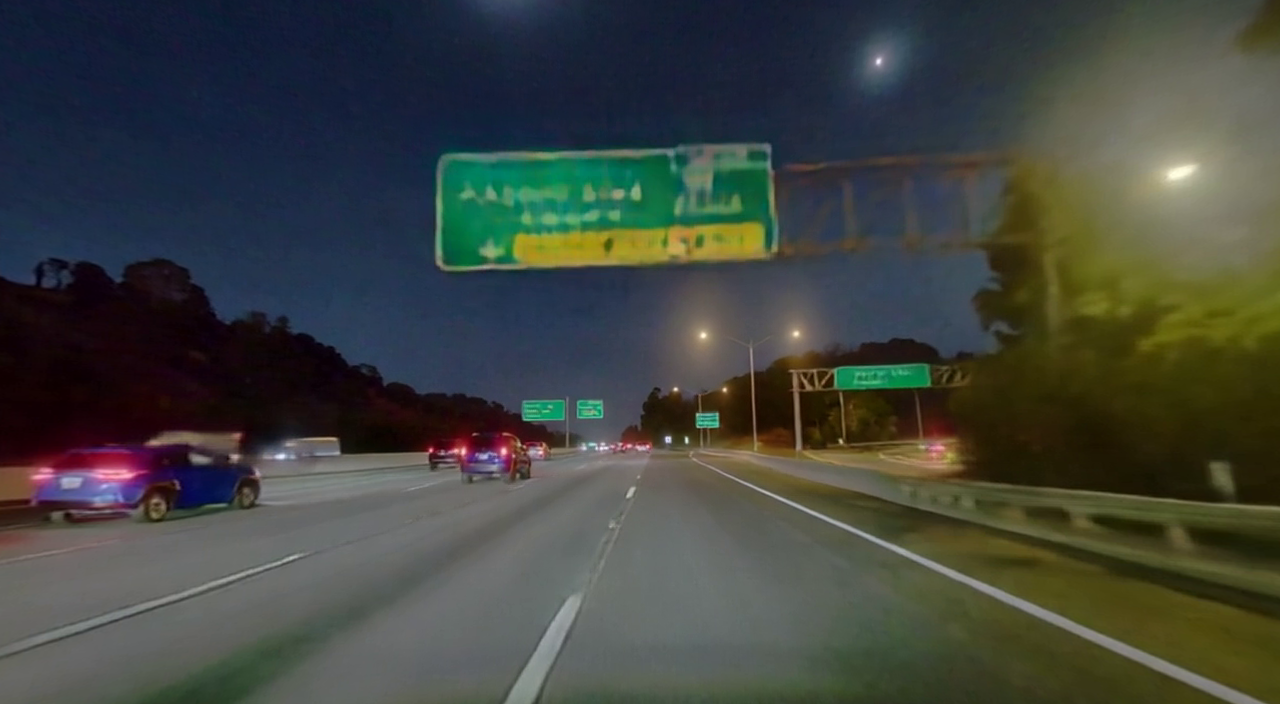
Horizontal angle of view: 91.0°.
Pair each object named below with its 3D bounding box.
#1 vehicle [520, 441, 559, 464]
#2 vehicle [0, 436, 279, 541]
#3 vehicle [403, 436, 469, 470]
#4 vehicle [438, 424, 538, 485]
[{"bbox_3d":[-7.578,7.593,47.688,2.069,1.636,4.483,0,-9,2],"label":"vehicle"},{"bbox_3d":[-9.232,2.371,11.707,1.984,1.508,4.935,0,-9,2],"label":"vehicle"},{"bbox_3d":[-11.794,5.878,36.775,2.079,1.822,4.893,0,-9,2],"label":"vehicle"},{"bbox_3d":[-5.364,3.704,22.990,2.219,1.947,4.924,0,-9,2],"label":"vehicle"}]
